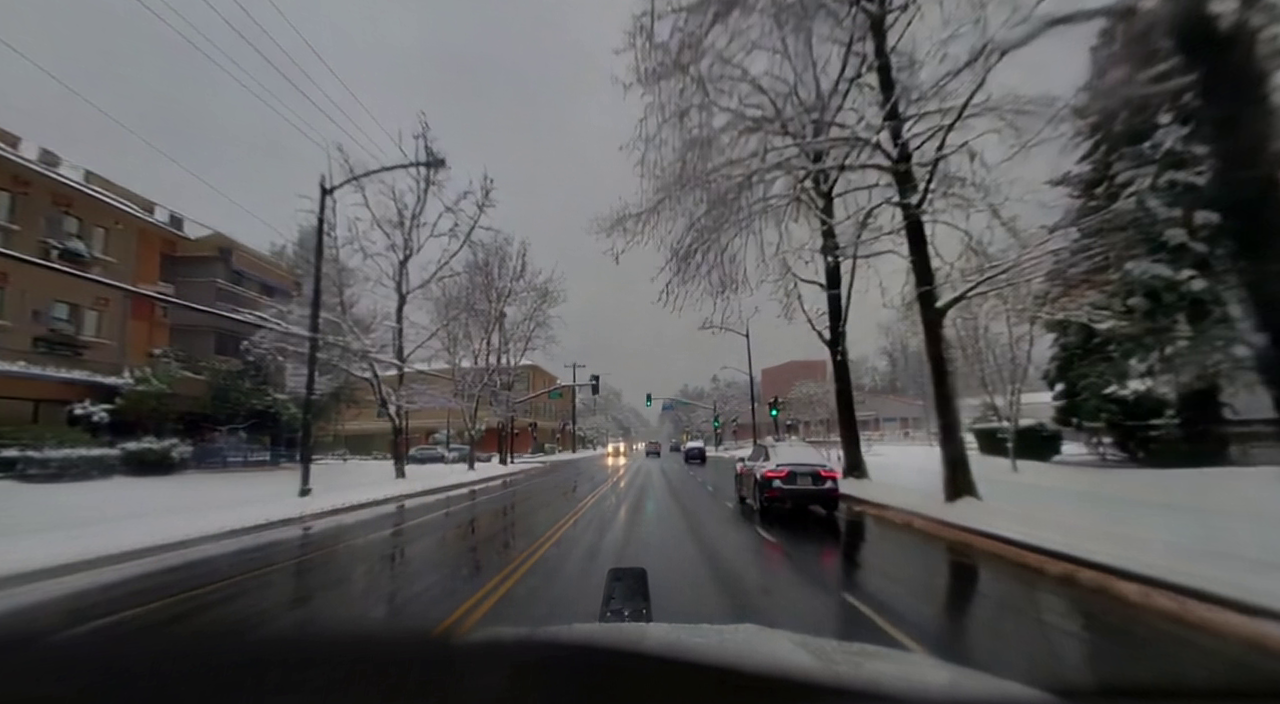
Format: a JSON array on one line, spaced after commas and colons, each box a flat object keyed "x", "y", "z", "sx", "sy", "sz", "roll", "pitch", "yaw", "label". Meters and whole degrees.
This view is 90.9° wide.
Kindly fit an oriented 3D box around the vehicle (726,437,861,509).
[{"x": 3.528, "y": 2.896, "z": 15.570, "sx": 2.072, "sy": 1.471, "sz": 4.834, "roll": 0, "pitch": -9, "yaw": -1, "label": "vehicle"}]

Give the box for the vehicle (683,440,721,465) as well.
[{"x": 4.070, "y": 6.683, "z": 41.952, "sx": 2.035, "sy": 1.564, "sz": 4.719, "roll": 0, "pitch": -9, "yaw": 0, "label": "vehicle"}]
